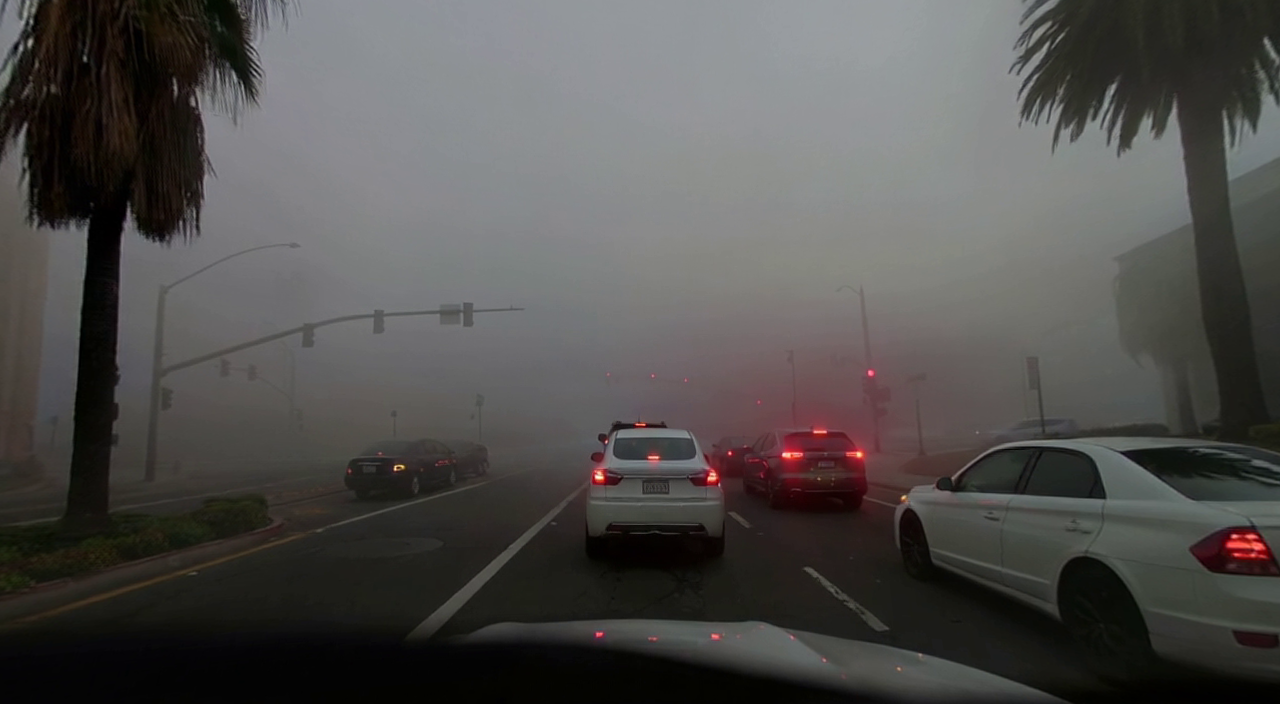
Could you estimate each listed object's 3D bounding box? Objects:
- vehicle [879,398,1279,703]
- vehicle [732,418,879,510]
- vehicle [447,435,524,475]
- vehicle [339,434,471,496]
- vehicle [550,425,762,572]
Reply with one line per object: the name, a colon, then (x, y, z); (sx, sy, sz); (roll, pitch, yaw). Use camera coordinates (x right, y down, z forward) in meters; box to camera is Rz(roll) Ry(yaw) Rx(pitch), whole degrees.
vehicle: (3.546, 1.226, 4.483); (1.910, 1.490, 4.661); (0, -8, 1)
vehicle: (3.497, 2.474, 14.308); (2.169, 1.751, 4.276); (0, -8, 0)
vehicle: (-6.041, 4.095, 25.212); (1.822, 1.456, 4.396); (-1, -8, 2)
vehicle: (-6.254, 3.048, 17.397); (1.900, 1.487, 4.165); (0, -8, 2)
vehicle: (0.181, 1.787, 8.453); (2.140, 1.474, 4.026); (0, -8, 1)
